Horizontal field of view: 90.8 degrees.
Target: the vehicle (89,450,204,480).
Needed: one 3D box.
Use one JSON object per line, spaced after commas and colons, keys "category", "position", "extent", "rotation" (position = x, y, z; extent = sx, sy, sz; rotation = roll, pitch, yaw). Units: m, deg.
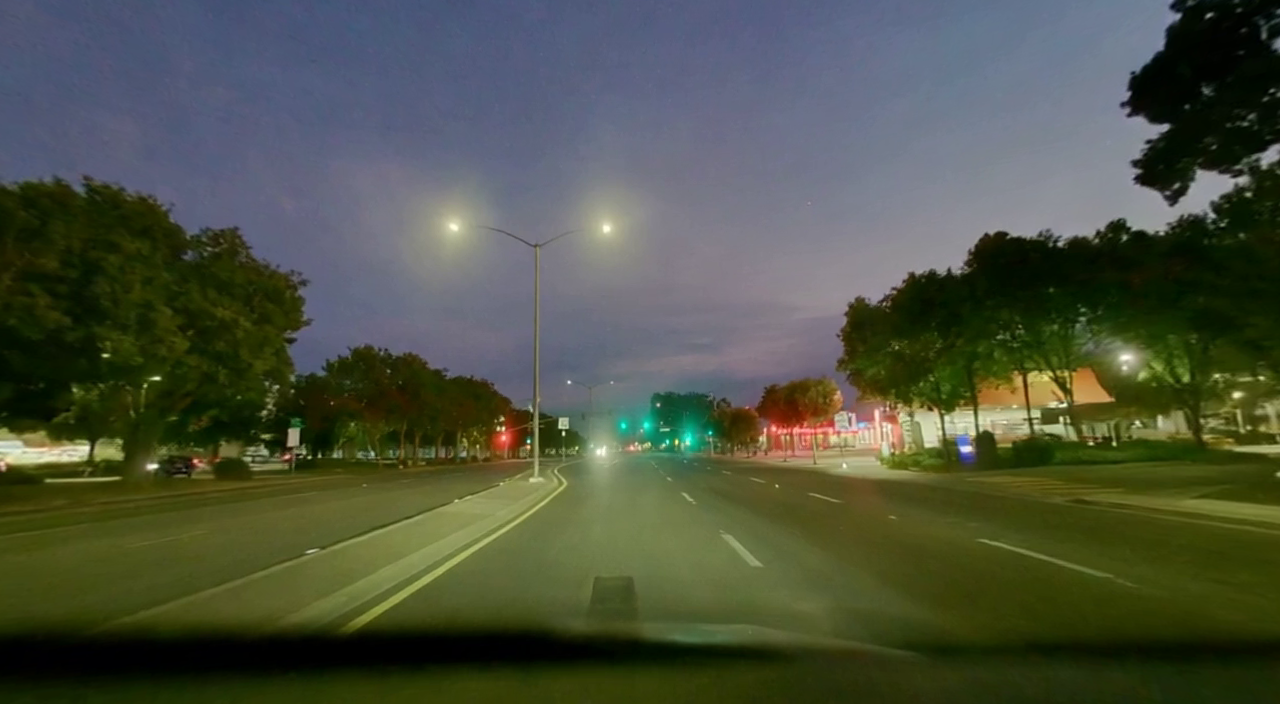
{"category": "vehicle", "position": [-29.019, 6.657, 37.235], "extent": [5.122, 1.686, 1.967], "rotation": [0, -9, 1]}
